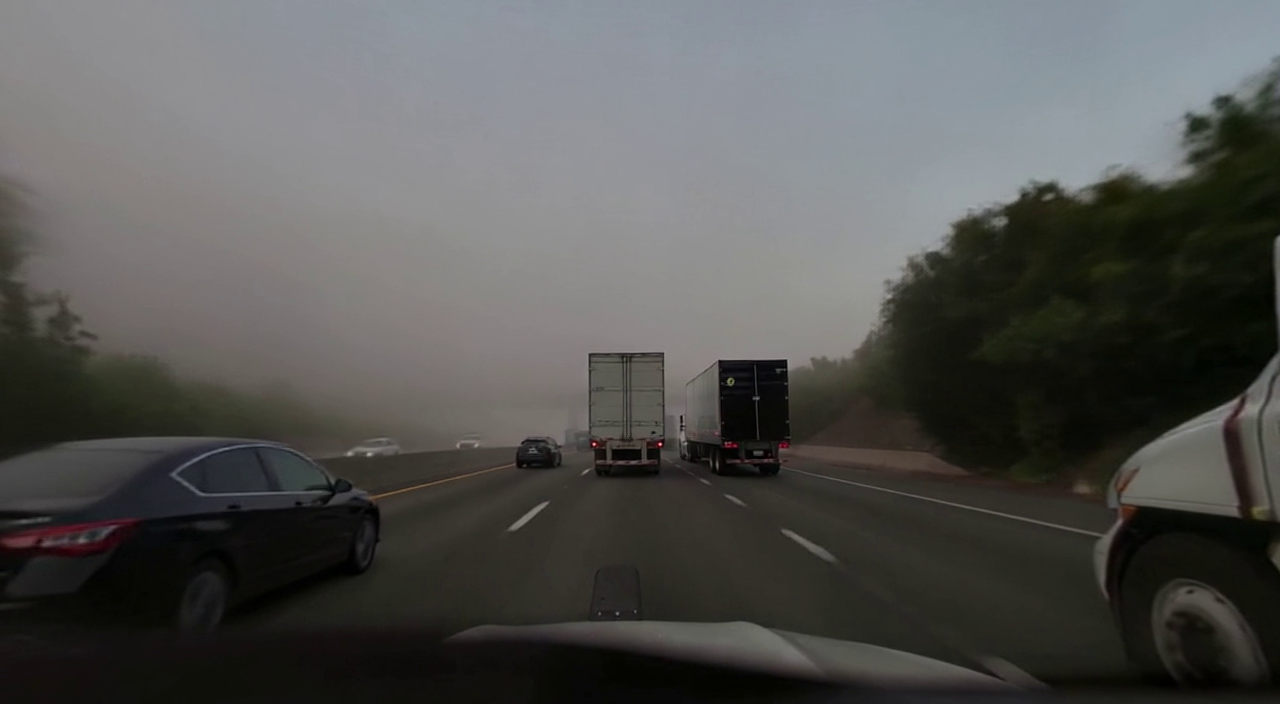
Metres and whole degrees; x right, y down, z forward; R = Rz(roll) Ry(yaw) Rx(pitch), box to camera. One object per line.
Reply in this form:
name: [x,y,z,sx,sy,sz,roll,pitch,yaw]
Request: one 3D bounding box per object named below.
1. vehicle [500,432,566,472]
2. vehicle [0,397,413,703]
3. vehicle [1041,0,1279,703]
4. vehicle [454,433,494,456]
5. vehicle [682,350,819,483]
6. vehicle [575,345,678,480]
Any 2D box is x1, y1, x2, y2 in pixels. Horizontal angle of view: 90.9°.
vehicle: [-4.267,4.053,25.778,2.049,1.483,3.786,0,-8,0]
vehicle: [-3.469,1.196,4.582,1.894,1.460,4.662,0,-8,0]
vehicle: [3.938,-0.520,0.518,3.074,3.896,5.910,0,-8,-1]
vehicle: [-12.546,6.992,47.950,1.955,1.641,4.157,0,-8,-1]
vehicle: [3.621,2.654,24.281,2.817,3.886,11.491,0,-8,-2]
vehicle: [-0.539,2.522,24.292,3.090,4.065,10.702,0,-8,-1]
